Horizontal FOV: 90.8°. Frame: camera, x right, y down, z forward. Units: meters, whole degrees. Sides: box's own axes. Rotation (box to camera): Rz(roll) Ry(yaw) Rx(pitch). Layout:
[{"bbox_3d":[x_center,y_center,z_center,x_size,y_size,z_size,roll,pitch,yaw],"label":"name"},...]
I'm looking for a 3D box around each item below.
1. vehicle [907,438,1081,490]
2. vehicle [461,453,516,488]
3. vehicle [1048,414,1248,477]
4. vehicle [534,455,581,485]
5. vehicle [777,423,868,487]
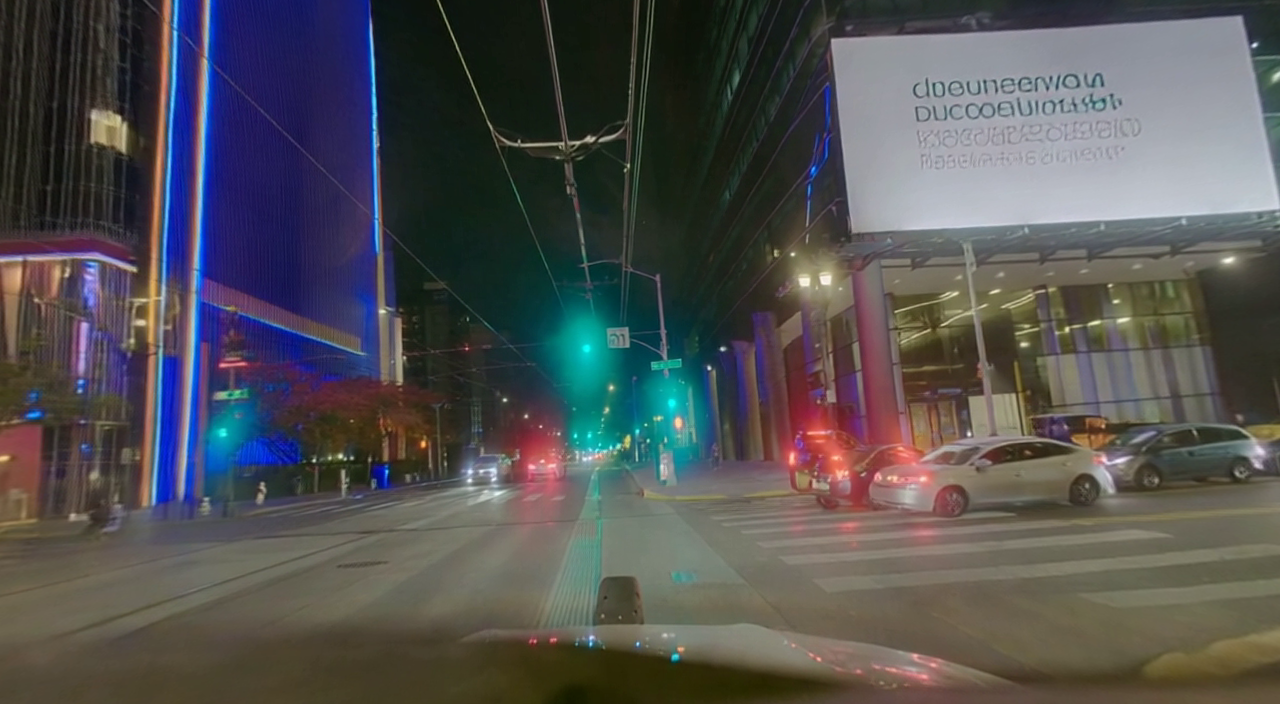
[{"bbox_3d":[11.318,3.587,20.365,4.697,1.510,1.596,0,-9,-5],"label":"vehicle"},{"bbox_3d":[-8.552,6.691,36.015,2.121,1.792,4.510,0,-9,-2],"label":"vehicle"},{"bbox_3d":[16.681,3.103,20.915,4.944,1.946,1.952,1,-9,-3],"label":"vehicle"},{"bbox_3d":[-4.574,6.577,35.523,1.797,1.490,4.549,0,-9,3],"label":"vehicle"},{"bbox_3d":[7.477,4.208,26.436,2.316,2.425,4.466,1,-7,-2],"label":"vehicle"}]
